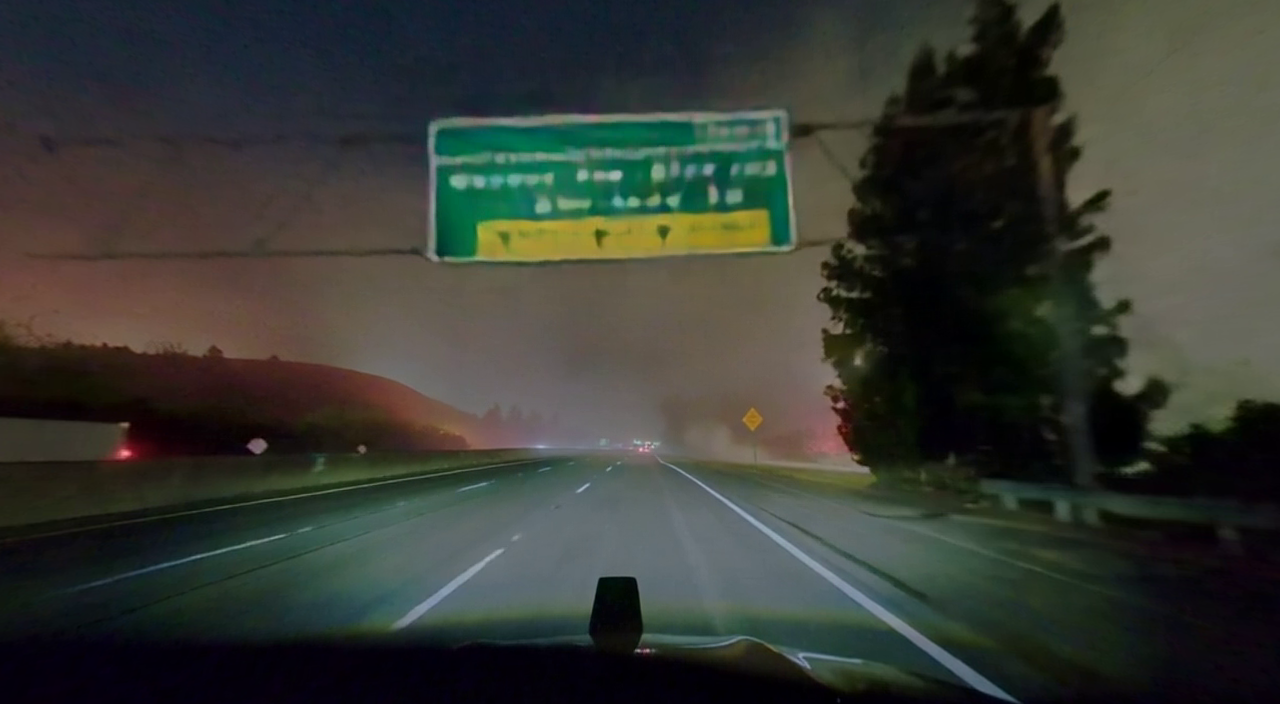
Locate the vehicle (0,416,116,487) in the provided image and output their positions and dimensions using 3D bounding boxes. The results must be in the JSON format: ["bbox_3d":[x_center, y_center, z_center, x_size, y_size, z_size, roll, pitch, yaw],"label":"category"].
[{"bbox_3d":[-39.311,5.841,37.038,2.963,4.145,16.363,0,-9,0],"label":"vehicle"}]
